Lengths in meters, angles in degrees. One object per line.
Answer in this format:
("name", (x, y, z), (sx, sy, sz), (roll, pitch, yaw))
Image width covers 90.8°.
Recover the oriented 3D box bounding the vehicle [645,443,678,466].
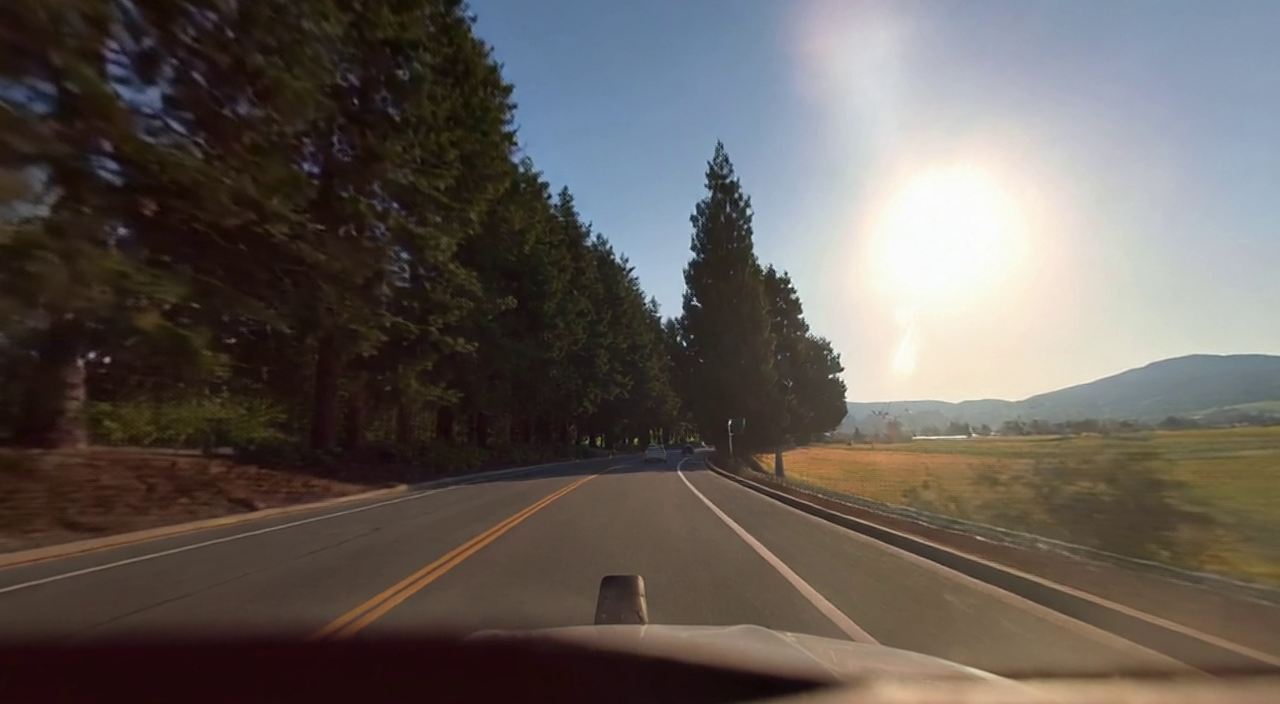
("vehicle", (1.511, 6.915, 42.878), (2.071, 1.474, 4.047), (-1, -8, 5))
